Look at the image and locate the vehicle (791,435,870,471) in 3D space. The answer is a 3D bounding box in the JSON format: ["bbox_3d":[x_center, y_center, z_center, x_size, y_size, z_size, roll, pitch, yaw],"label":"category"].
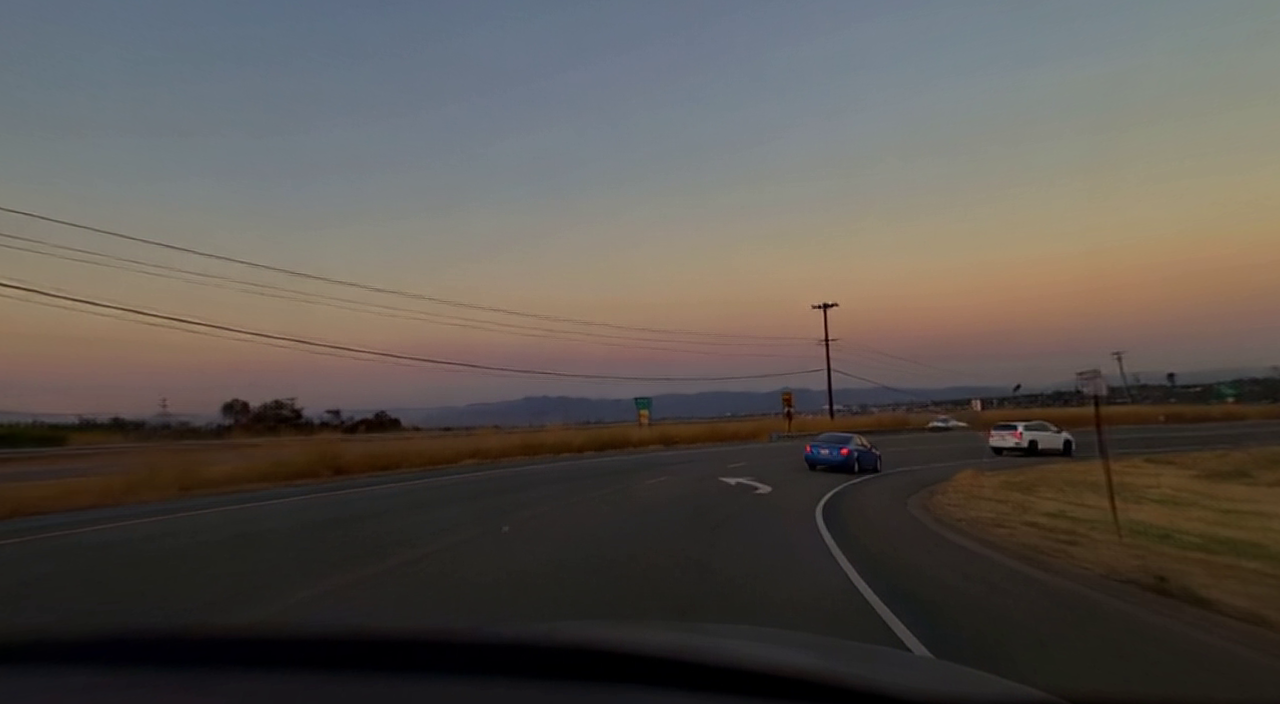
[{"bbox_3d":[8.286,4.307,27.186,2.026,1.407,4.374,-6,-10,32],"label":"vehicle"}]

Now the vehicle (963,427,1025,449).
[{"bbox_3d":[24.633,6.005,43.821,4.307,1.465,1.836,5,-10,-32],"label":"vehicle"}]
